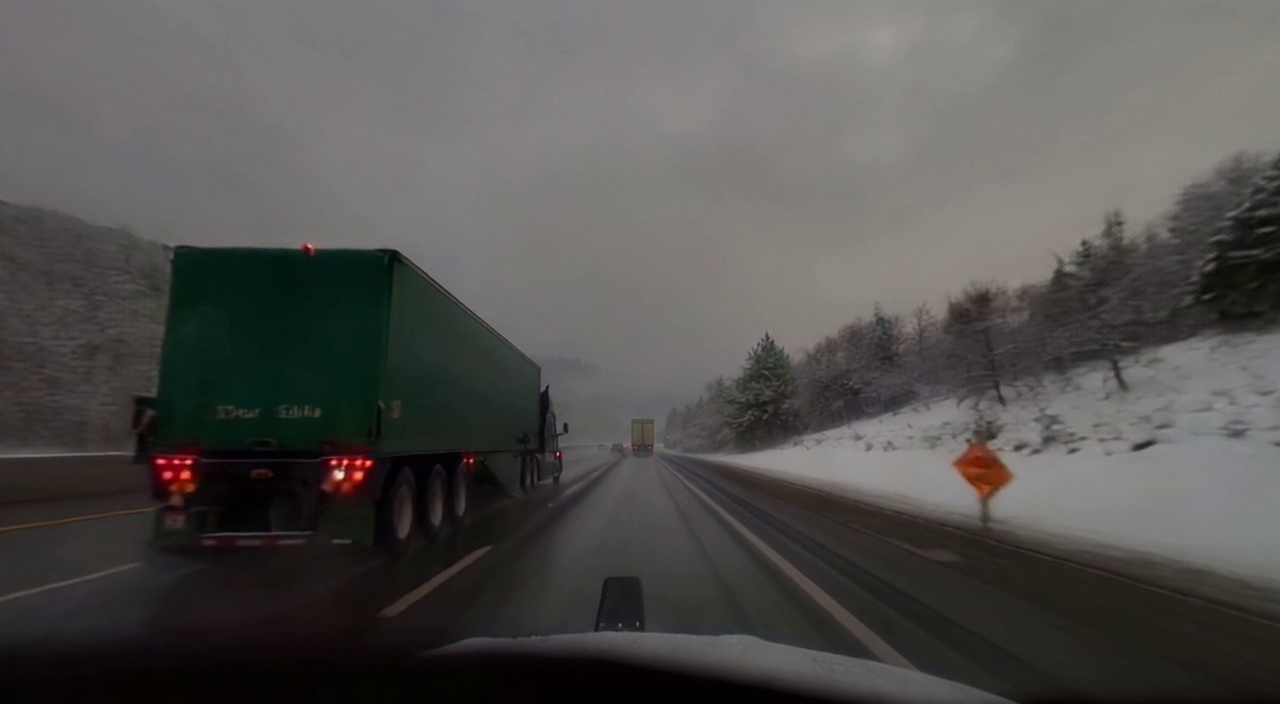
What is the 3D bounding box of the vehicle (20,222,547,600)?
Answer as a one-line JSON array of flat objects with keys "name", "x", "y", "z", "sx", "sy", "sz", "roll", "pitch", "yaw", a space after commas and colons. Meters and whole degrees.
[{"name": "vehicle", "x": -3.804, "y": 1.266, "z": 10.875, "sx": 2.789, "sy": 3.271, "sz": 10.894, "roll": 1, "pitch": -9, "yaw": 0}]
